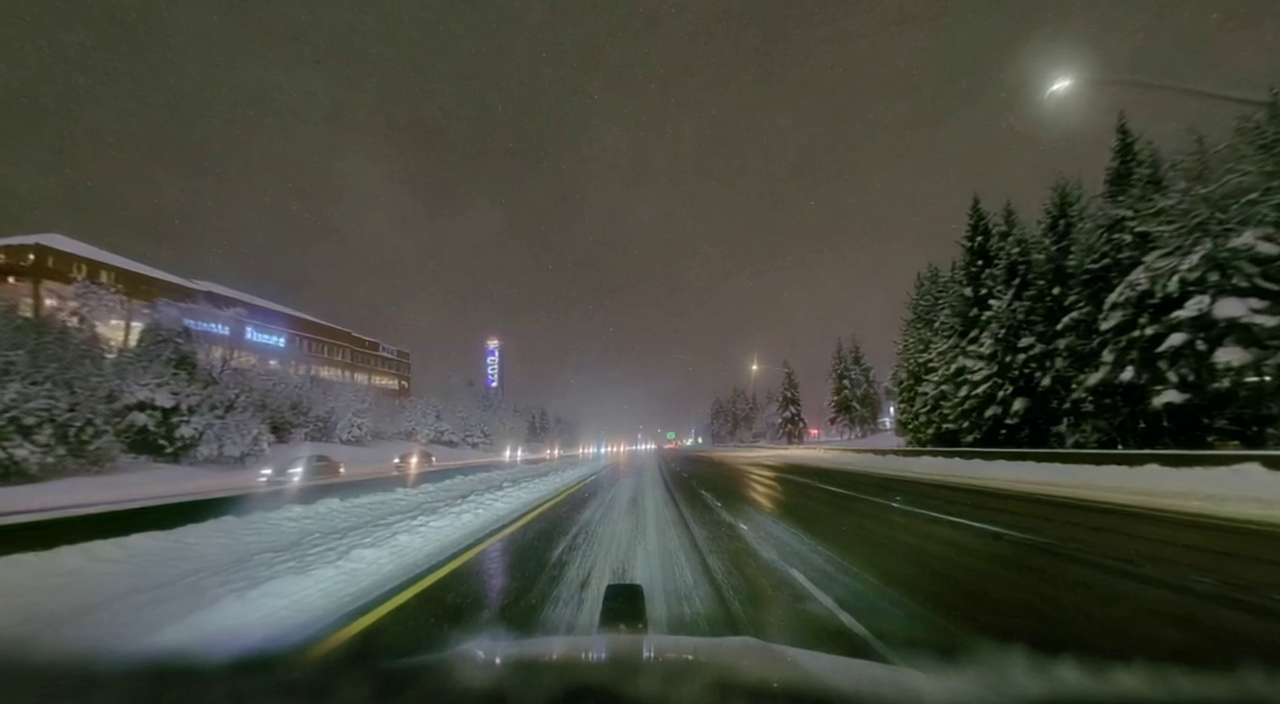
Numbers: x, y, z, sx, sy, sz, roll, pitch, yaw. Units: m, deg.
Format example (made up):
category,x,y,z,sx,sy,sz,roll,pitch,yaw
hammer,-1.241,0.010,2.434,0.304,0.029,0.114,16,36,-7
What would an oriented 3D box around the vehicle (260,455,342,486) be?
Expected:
category,x,y,z,sx,sy,sz,roll,pitch,yaw
vehicle,-17.807,6.210,33.397,1.803,1.427,4.553,0,-8,0
